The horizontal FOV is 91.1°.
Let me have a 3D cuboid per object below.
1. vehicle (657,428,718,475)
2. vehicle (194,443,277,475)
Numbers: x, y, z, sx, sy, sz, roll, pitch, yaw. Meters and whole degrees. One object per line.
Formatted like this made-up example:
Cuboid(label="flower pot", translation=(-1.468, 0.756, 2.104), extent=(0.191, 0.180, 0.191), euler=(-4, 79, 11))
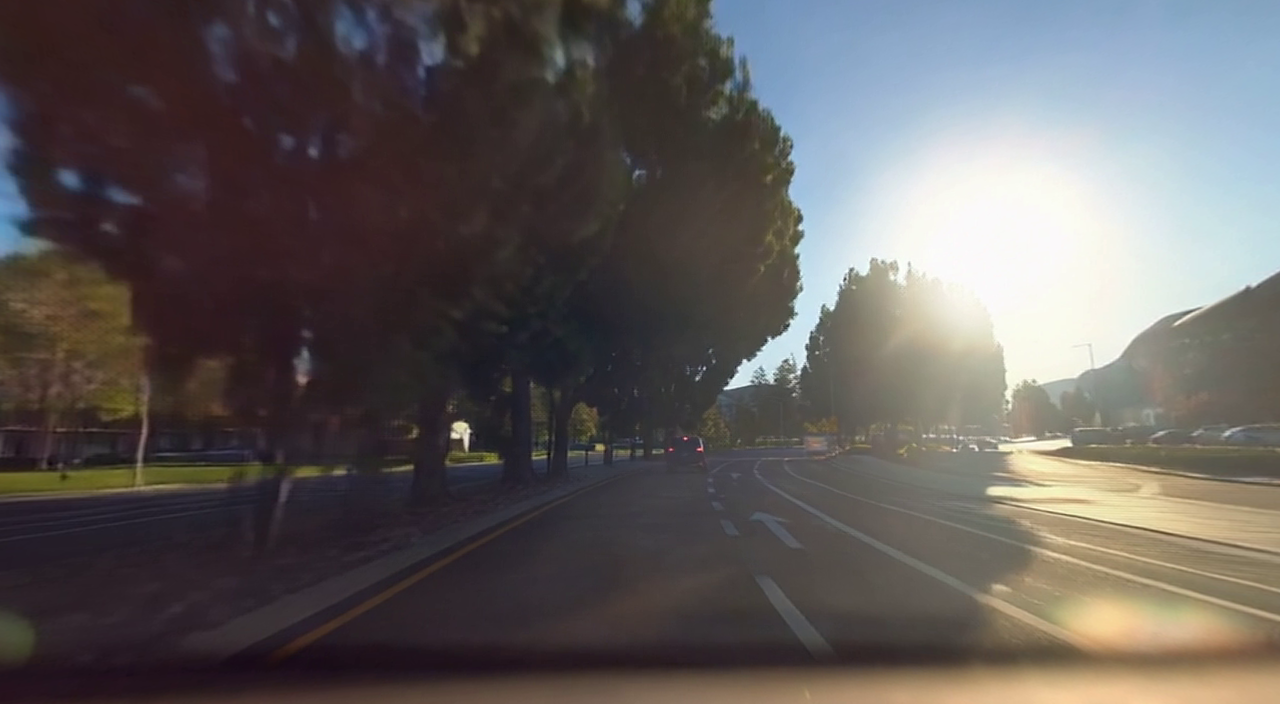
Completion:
Cuboid(label="vehicle", translation=(2.322, 4.564, 29.088), extent=(2.371, 1.926, 5.615), euler=(-1, -8, 8))
Cuboid(label="vehicle", translation=(-20.499, 5.407, 32.032), extent=(1.829, 1.501, 4.149), euler=(1, -8, -6))
